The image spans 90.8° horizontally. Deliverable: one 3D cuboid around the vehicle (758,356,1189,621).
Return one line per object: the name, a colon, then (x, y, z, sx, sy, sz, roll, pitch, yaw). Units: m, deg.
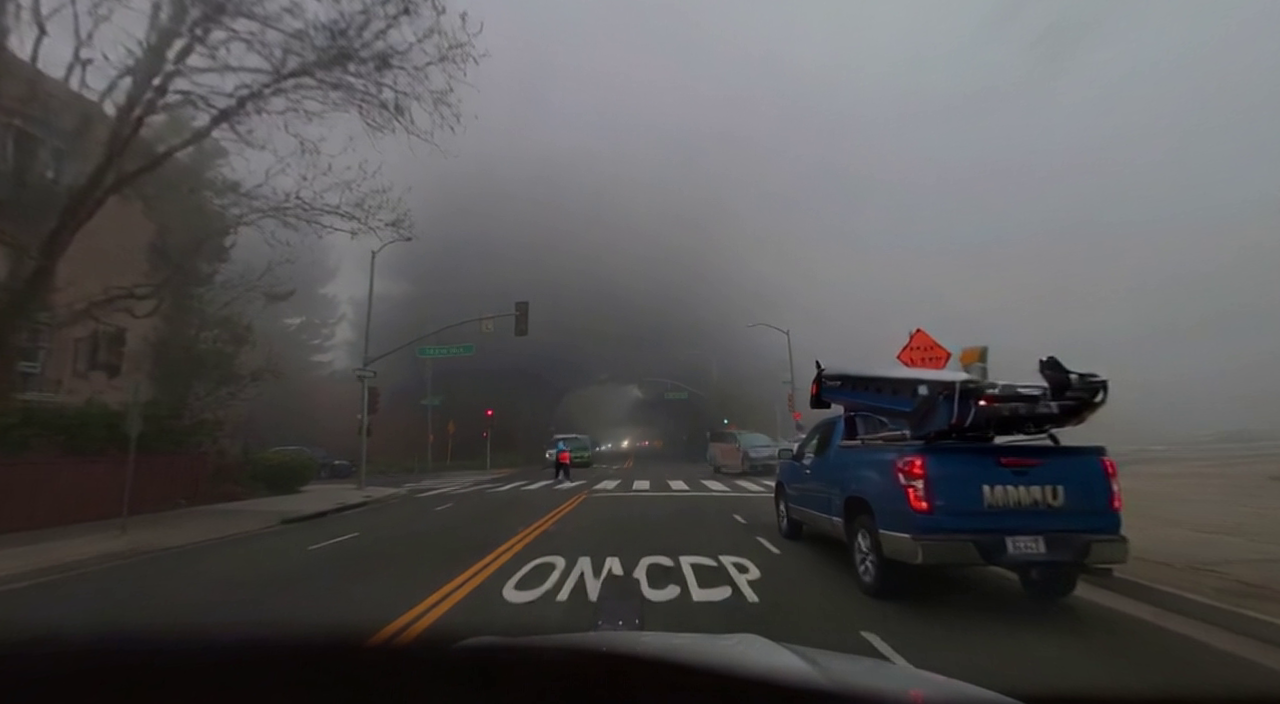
vehicle: (3.060, 1.429, 7.628, 2.177, 2.015, 5.463, 0, -8, 0)

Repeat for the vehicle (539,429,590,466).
vehicle: (-5.613, 7.198, 47.976, 2.896, 2.560, 7.322, 0, -8, 1)
